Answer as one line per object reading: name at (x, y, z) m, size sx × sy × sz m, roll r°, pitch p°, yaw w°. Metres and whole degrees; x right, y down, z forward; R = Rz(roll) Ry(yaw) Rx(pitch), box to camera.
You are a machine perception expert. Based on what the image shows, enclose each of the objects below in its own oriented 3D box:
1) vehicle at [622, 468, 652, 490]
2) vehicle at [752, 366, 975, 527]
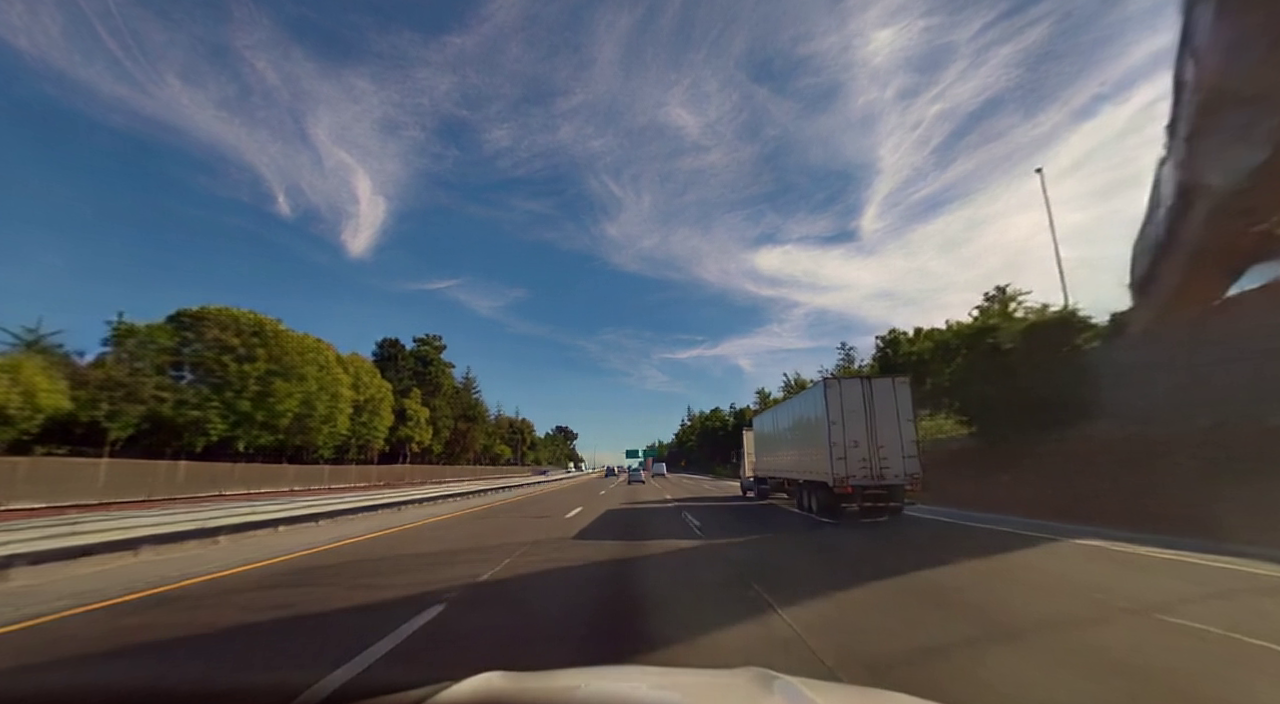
vehicle at (-0.264, 8.974, 44.808) m, size 2.029 × 1.459 × 3.684 m, roll 1°, pitch -10°, yaw -1°
vehicle at (6.877, 3.634, 22.957) m, size 2.926 × 4.073 × 13.836 m, roll 1°, pitch -10°, yaw -1°
